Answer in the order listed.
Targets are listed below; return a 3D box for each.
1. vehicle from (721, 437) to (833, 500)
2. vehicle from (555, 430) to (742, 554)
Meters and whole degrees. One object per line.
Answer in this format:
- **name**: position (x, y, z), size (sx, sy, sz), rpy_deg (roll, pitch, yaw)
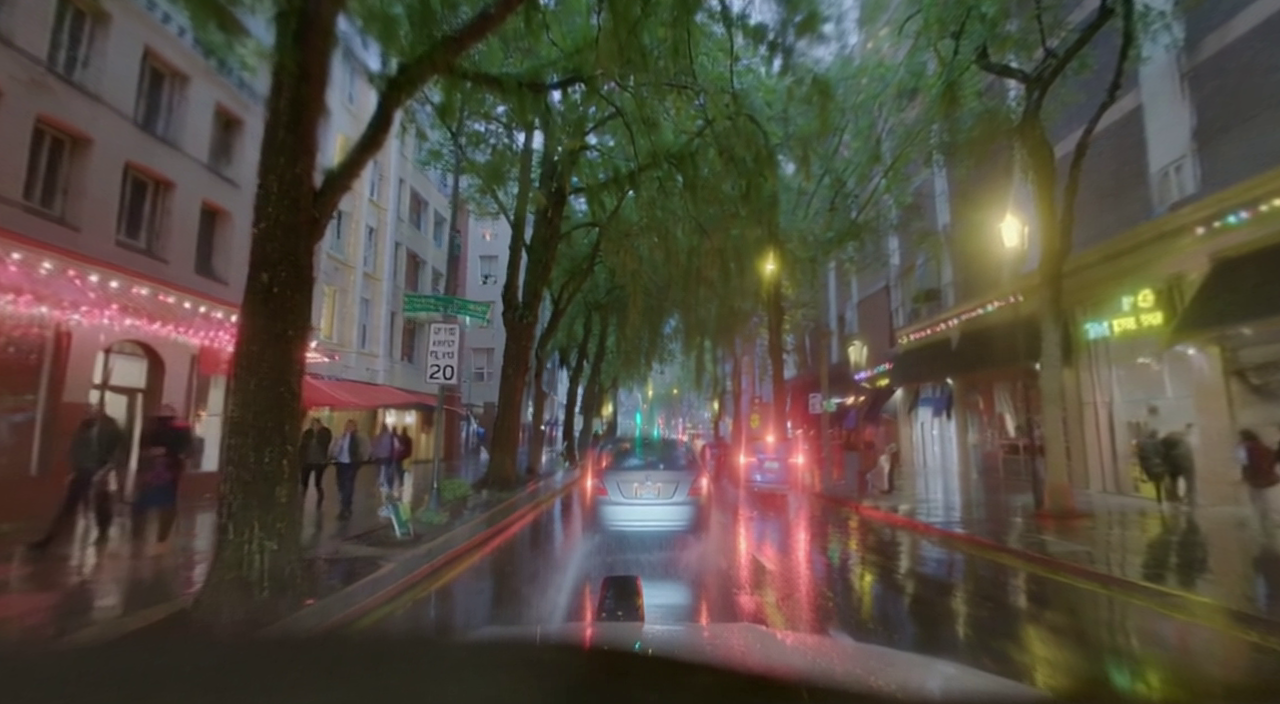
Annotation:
- **vehicle**: position (3.615, 3.164, 17.601), size (2.025, 1.523, 4.426), rpy_deg (0, -9, -1)
- **vehicle**: position (0.064, 2.003, 9.771), size (2.261, 1.474, 4.130), rpy_deg (0, -8, -1)
